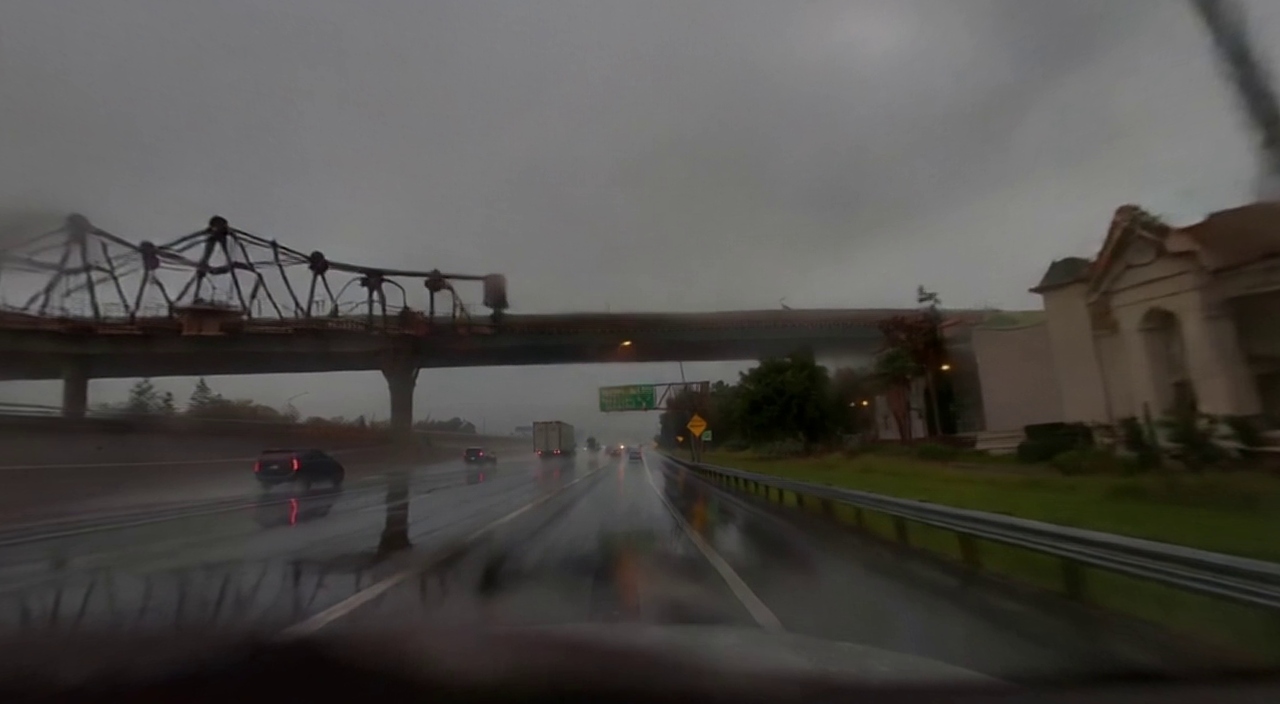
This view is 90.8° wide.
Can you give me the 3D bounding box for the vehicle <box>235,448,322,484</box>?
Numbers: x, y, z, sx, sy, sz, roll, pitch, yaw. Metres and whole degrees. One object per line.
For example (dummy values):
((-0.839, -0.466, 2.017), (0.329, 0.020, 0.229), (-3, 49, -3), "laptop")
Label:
((-19.161, 6.024, 33.760), (1.932, 1.752, 4.541), (0, -9, 0), "vehicle")
